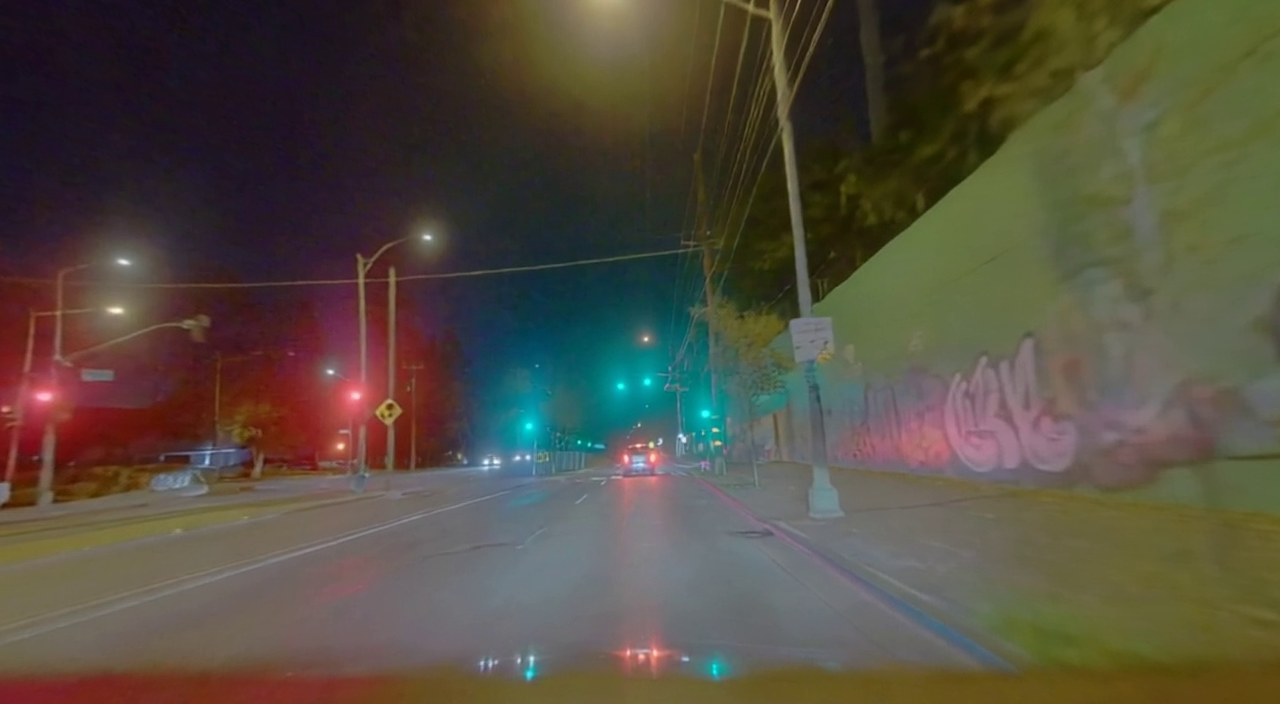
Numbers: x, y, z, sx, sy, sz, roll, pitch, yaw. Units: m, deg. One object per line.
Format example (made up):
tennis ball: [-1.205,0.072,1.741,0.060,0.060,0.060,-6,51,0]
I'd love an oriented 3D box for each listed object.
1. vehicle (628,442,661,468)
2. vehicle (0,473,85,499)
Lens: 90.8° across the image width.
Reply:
vehicle: [0.270,6.823,42.029,2.105,1.611,3.750,0,-9,-1]
vehicle: [-38.208,8.475,39.958,4.303,1.463,1.877,0,-9,-2]
